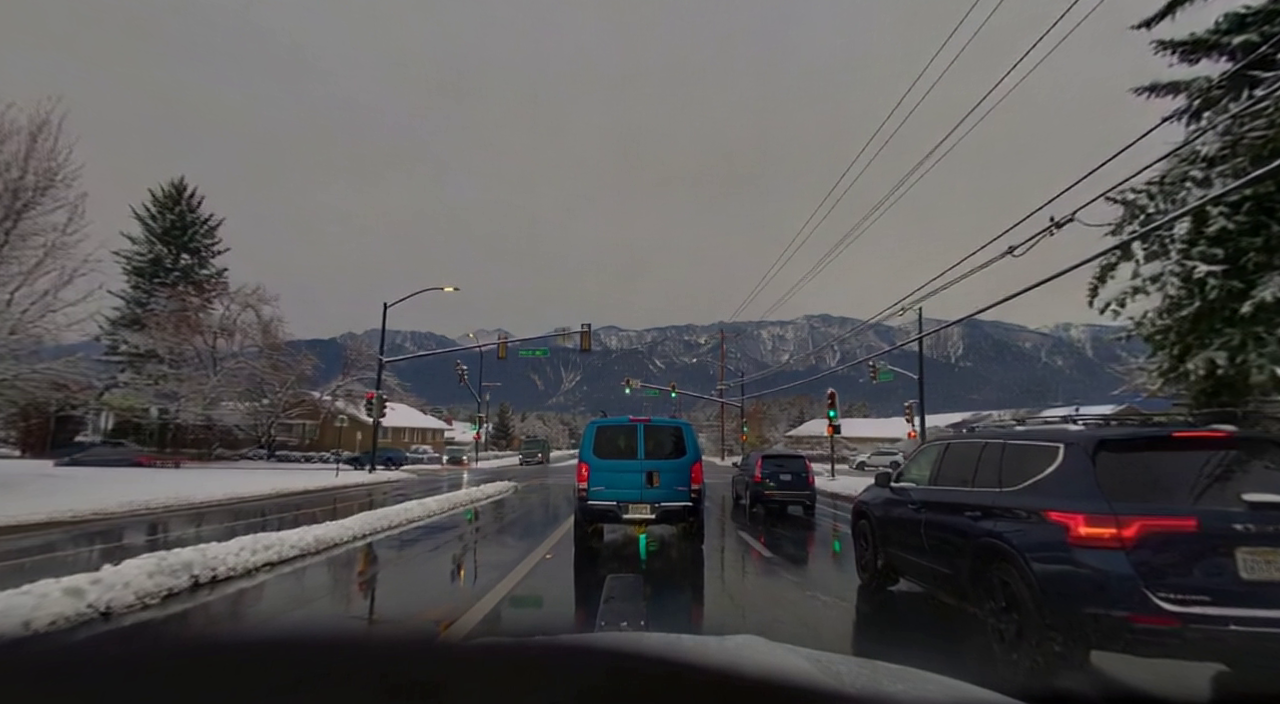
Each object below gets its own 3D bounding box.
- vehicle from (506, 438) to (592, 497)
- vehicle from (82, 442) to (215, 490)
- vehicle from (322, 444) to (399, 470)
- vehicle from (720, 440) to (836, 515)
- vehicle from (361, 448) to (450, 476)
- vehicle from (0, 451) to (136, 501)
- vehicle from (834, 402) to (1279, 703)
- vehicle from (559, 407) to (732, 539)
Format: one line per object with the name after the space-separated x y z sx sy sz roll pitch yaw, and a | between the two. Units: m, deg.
-2.872 3.764 20.989 2.059 1.749 4.458 0 -9 2 | vehicle
-20.420 4.724 26.509 1.996 1.809 4.699 1 -9 -5 | vehicle
-19.364 7.290 43.723 4.428 1.738 1.886 -1 -9 5 | vehicle
3.322 3.104 16.128 1.957 1.646 4.355 0 -9 0 | vehicle
-14.058 6.572 37.854 4.644 1.533 2.005 -2 -9 16 | vehicle
-20.079 4.132 21.455 1.830 1.436 4.771 0 -9 1 | vehicle
3.479 1.427 5.407 2.155 1.658 4.721 0 -9 0 | vehicle
0.075 2.235 12.270 2.636 2.011 5.130 0 -9 0 | vehicle
